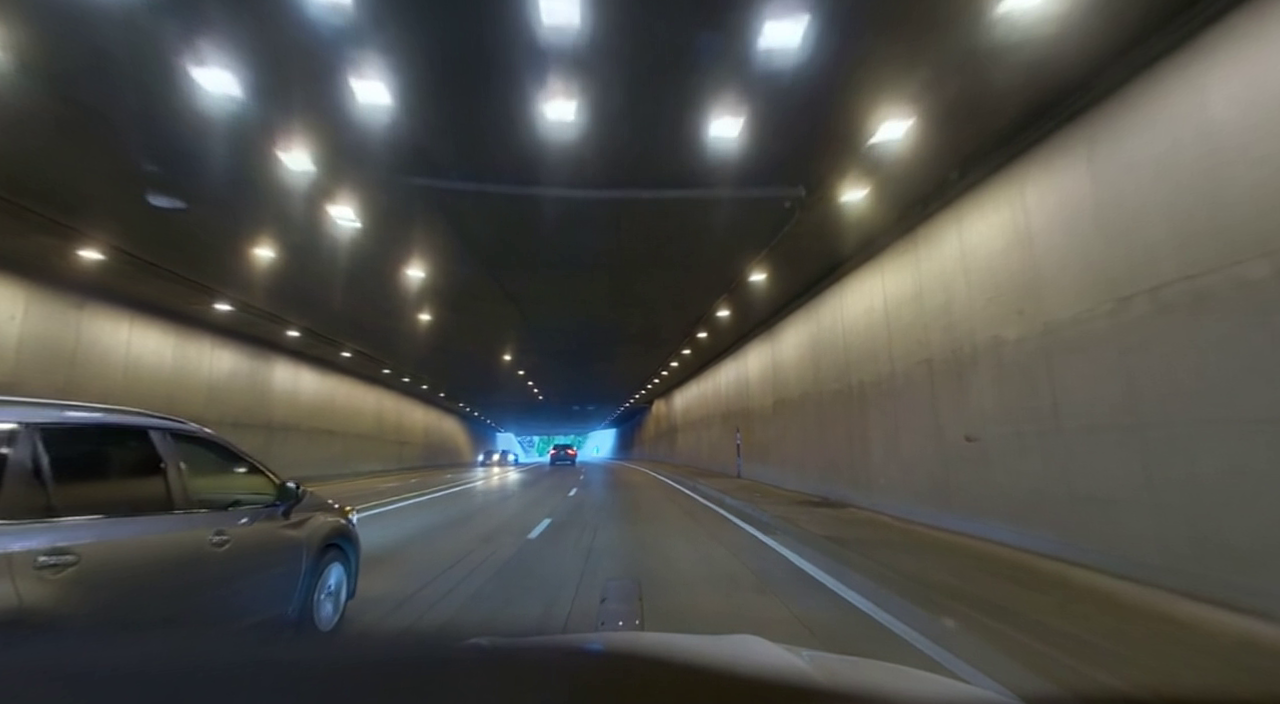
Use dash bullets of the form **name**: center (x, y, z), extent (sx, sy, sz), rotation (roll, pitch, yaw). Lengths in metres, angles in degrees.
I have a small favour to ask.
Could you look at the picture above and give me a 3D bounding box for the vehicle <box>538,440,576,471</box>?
- **vehicle**: center (-4.883, 6.147, 37.709), extent (1.961, 1.725, 4.315), rotation (1, -9, -4)
